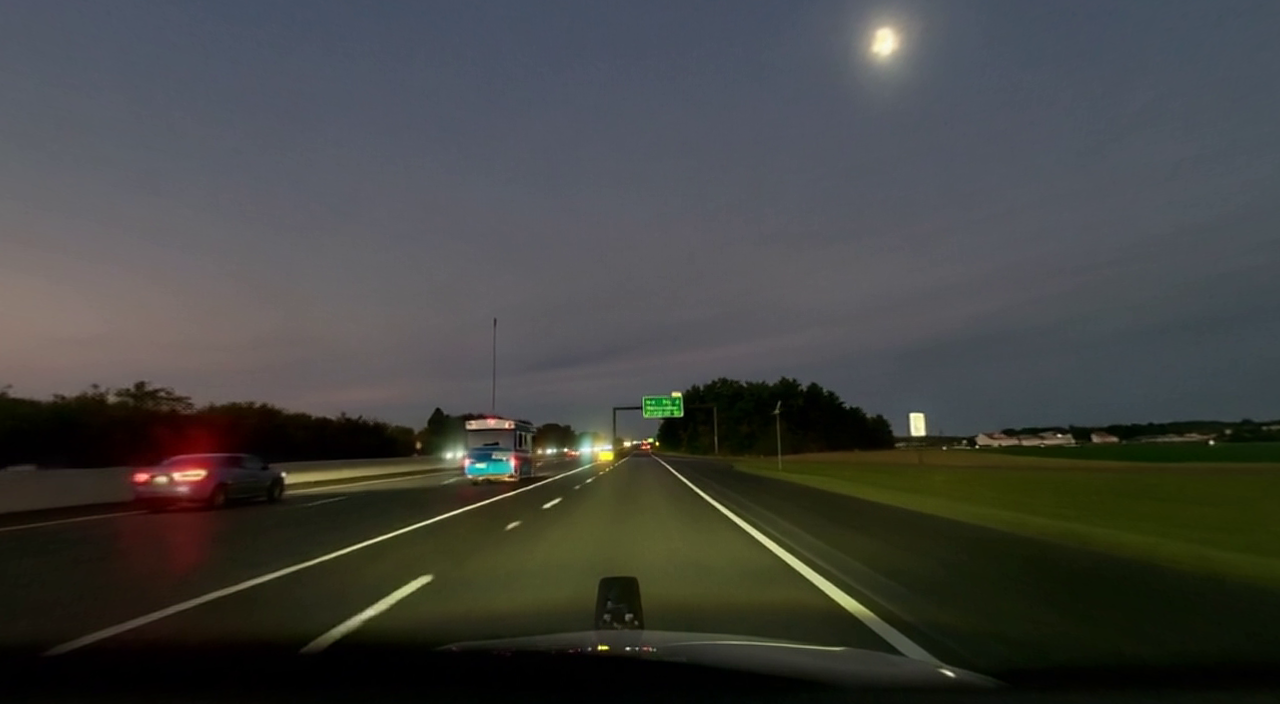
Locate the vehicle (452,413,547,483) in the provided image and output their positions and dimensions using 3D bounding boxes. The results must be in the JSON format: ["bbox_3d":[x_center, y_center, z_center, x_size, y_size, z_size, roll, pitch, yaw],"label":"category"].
[{"bbox_3d":[-6.551,4.669,30.722,2.747,2.934,7.411,0,-9,1],"label":"vehicle"}]

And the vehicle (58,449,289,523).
[{"bbox_3d":[-10.676,3.060,15.028,1.922,1.448,4.638,0,-9,1],"label":"vehicle"}]

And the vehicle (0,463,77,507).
[{"bbox_3d":[-22.835,4.723,22.532,1.749,1.431,3.912,0,-9,1],"label":"vehicle"}]
